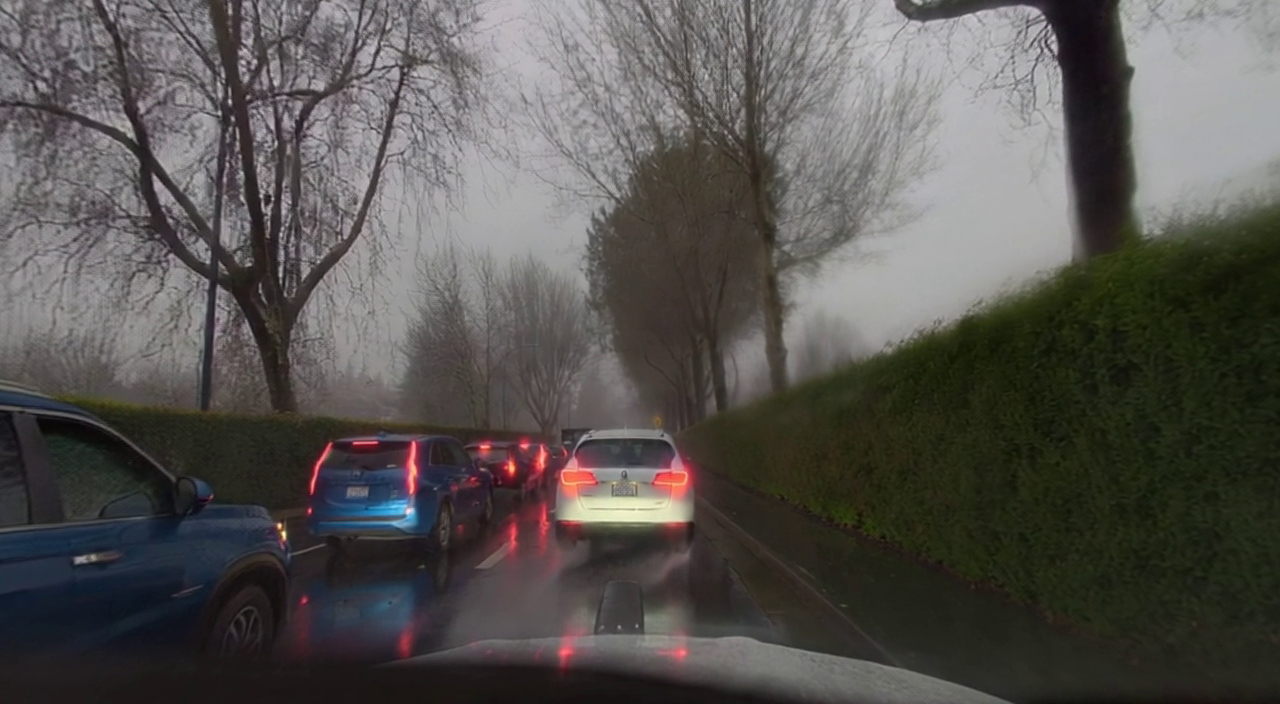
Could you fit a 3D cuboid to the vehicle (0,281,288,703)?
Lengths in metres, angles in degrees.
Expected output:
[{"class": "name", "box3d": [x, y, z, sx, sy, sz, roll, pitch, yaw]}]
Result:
[{"class": "vehicle", "box3d": [-3.282, 0.676, 1.267, 2.205, 1.913, 5.327, -6, -8, -2]}]

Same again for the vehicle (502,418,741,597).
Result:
[{"class": "vehicle", "box3d": [-0.201, 1.721, 7.728, 2.154, 1.581, 4.007, 0, -9, -1]}]

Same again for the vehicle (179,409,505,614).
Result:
[{"class": "vehicle", "box3d": [-3.407, 1.861, 8.321, 2.256, 1.728, 4.421, -6, -8, -2]}]
